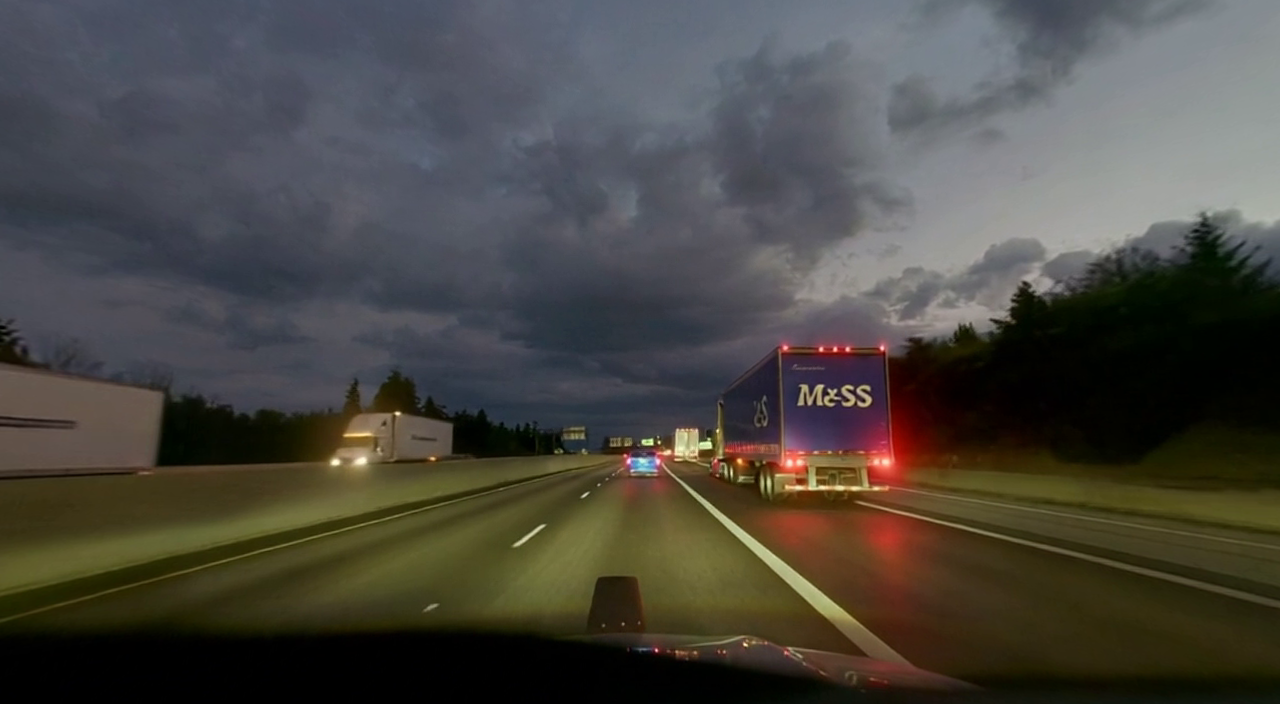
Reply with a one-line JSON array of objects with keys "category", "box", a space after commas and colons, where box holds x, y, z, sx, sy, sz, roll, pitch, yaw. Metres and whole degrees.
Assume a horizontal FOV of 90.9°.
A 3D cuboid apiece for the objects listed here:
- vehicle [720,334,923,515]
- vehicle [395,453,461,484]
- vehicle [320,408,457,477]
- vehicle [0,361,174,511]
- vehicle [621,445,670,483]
[{"category": "vehicle", "box": [5.011, 2.692, 21.465, 3.002, 4.104, 14.174, 0, -9, 1]}, {"category": "vehicle", "box": [-10.684, 5.885, 32.082, 2.016, 1.450, 3.690, 0, -9, 1]}, {"category": "vehicle", "box": [-17.429, 6.750, 46.028, 3.305, 4.034, 16.829, 1, -9, -1]}, {"category": "vehicle", "box": [-18.427, 2.323, 17.262, 2.753, 3.956, 11.031, 0, -9, 0]}, {"category": "vehicle", "box": [0.265, 5.204, 29.529, 2.121, 1.642, 3.828, 0, -9, 1]}]
